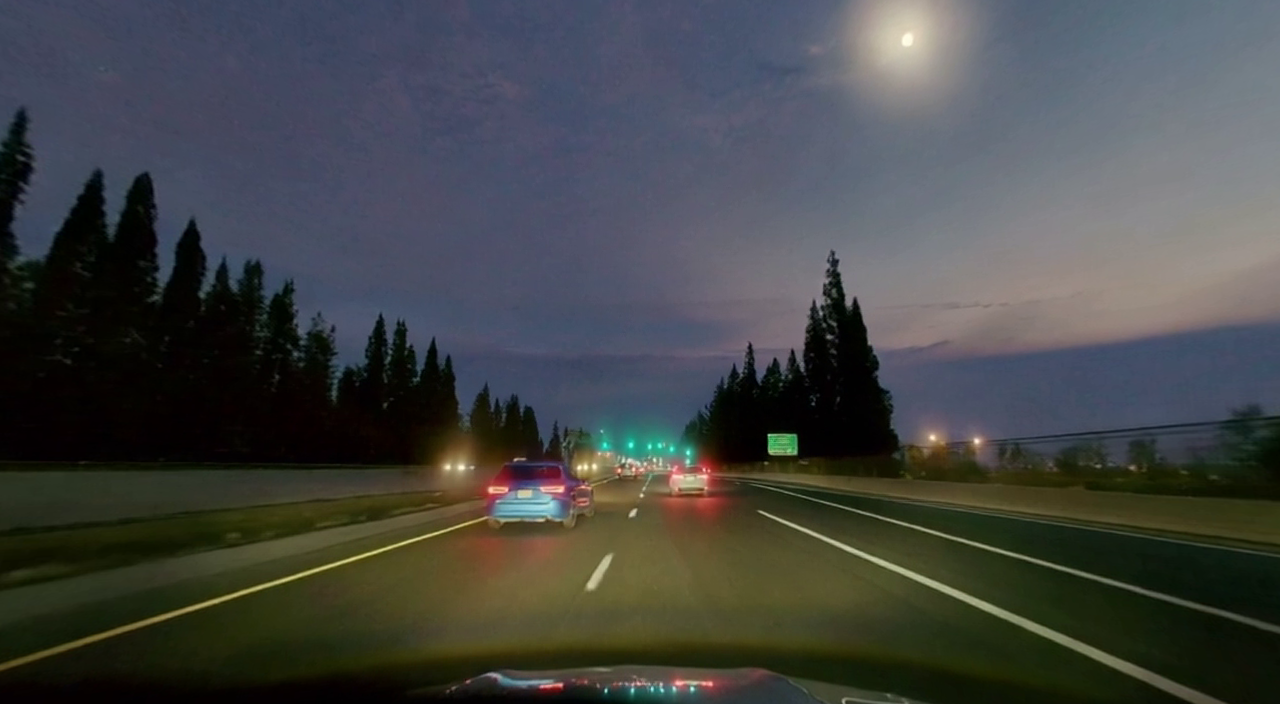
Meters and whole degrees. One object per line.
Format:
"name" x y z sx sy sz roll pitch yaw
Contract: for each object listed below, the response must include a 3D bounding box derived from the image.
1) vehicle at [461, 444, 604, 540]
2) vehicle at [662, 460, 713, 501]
"vehicle" -2.077 2.966 13.800 2.176 1.678 4.724 0 -10 1
"vehicle" 1.964 5.423 26.749 1.905 1.559 3.491 1 -10 0
